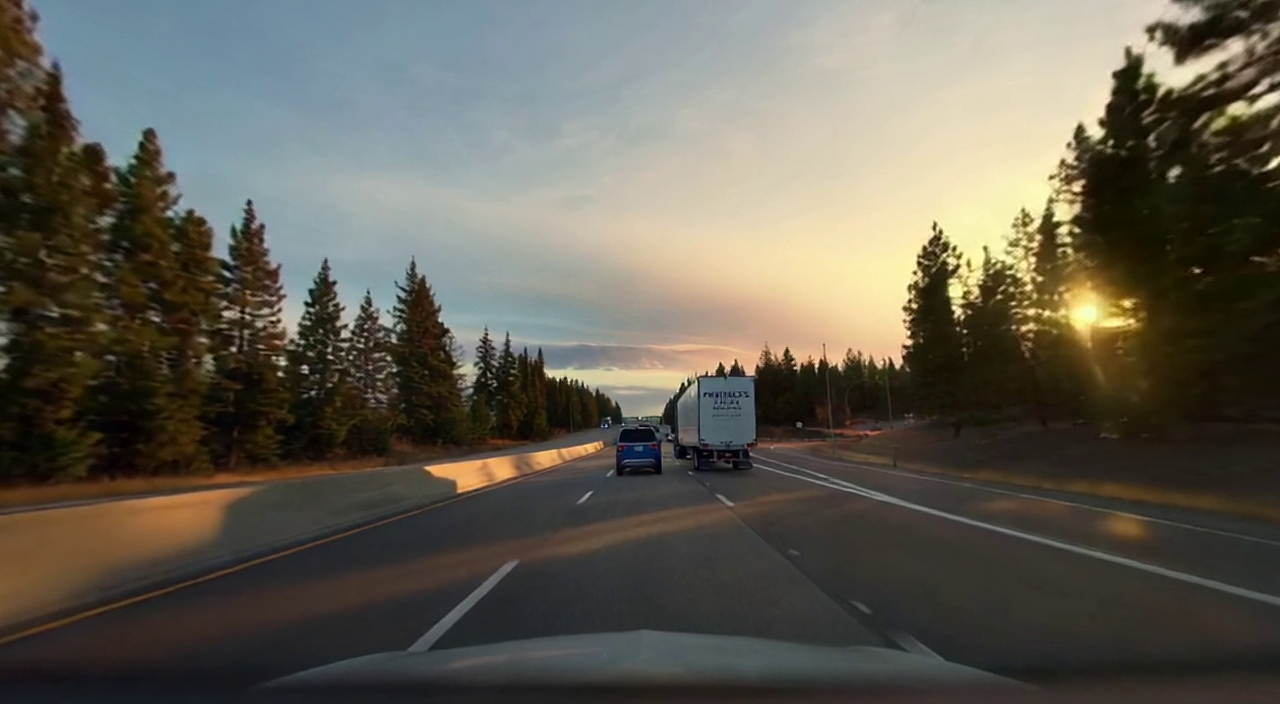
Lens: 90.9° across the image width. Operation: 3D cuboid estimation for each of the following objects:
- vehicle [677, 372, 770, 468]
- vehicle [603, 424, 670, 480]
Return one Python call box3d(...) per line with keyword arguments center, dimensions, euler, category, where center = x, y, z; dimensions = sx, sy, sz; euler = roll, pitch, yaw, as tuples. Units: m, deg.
box3d(center=(4.107, 4.134, 35.695), dimensions=(2.899, 4.160, 16.621), euler=(0, -8, 0), category="vehicle")
box3d(center=(-0.131, 3.654, 23.240), dimensions=(2.222, 1.848, 4.610), euler=(0, -8, 0), category="vehicle")
